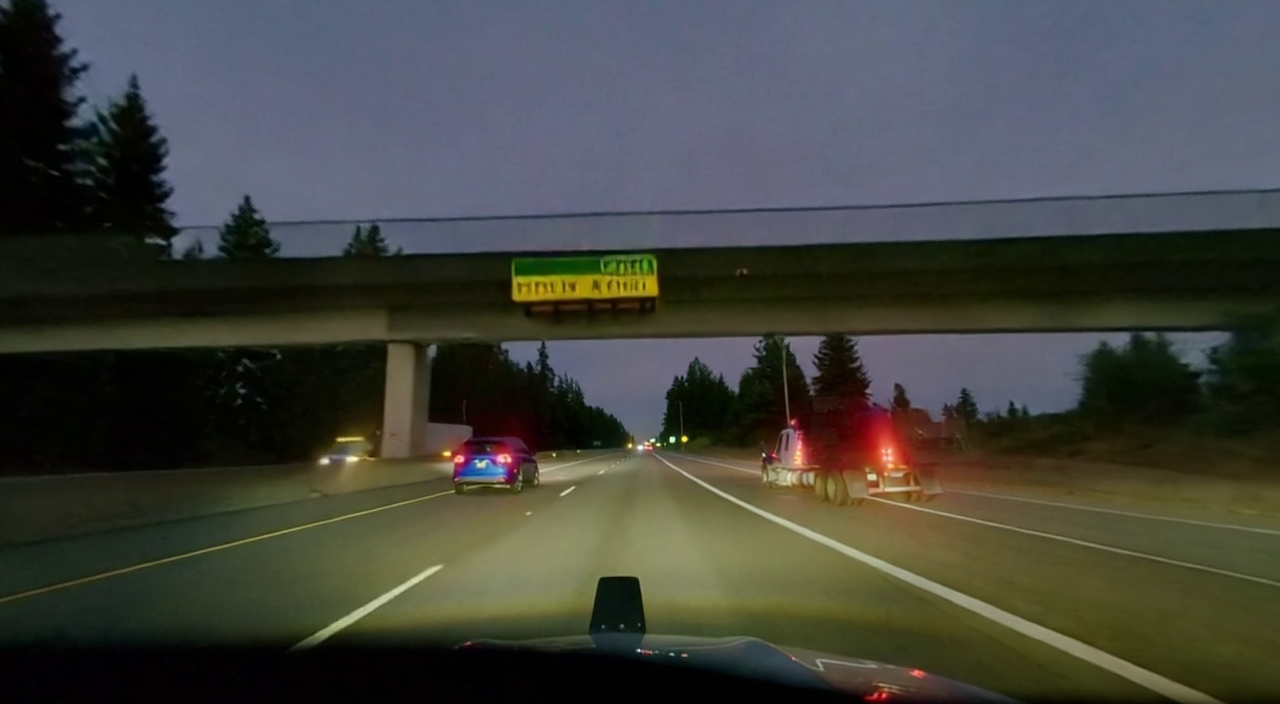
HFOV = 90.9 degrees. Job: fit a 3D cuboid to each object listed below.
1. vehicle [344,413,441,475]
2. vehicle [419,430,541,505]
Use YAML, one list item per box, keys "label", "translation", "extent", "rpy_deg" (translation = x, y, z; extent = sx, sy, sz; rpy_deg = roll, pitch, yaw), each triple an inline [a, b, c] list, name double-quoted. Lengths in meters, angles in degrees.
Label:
- label: "vehicle"
  translation: [-17.737, 6.753, 46.261]
  extent: [2.967, 3.942, 10.400]
  rpy_deg: [0, -8, 0]
- label: "vehicle"
  translation: [-4.171, 3.084, 17.341]
  extent: [2.084, 1.752, 4.479]
  rpy_deg: [-1, -8, 1]
